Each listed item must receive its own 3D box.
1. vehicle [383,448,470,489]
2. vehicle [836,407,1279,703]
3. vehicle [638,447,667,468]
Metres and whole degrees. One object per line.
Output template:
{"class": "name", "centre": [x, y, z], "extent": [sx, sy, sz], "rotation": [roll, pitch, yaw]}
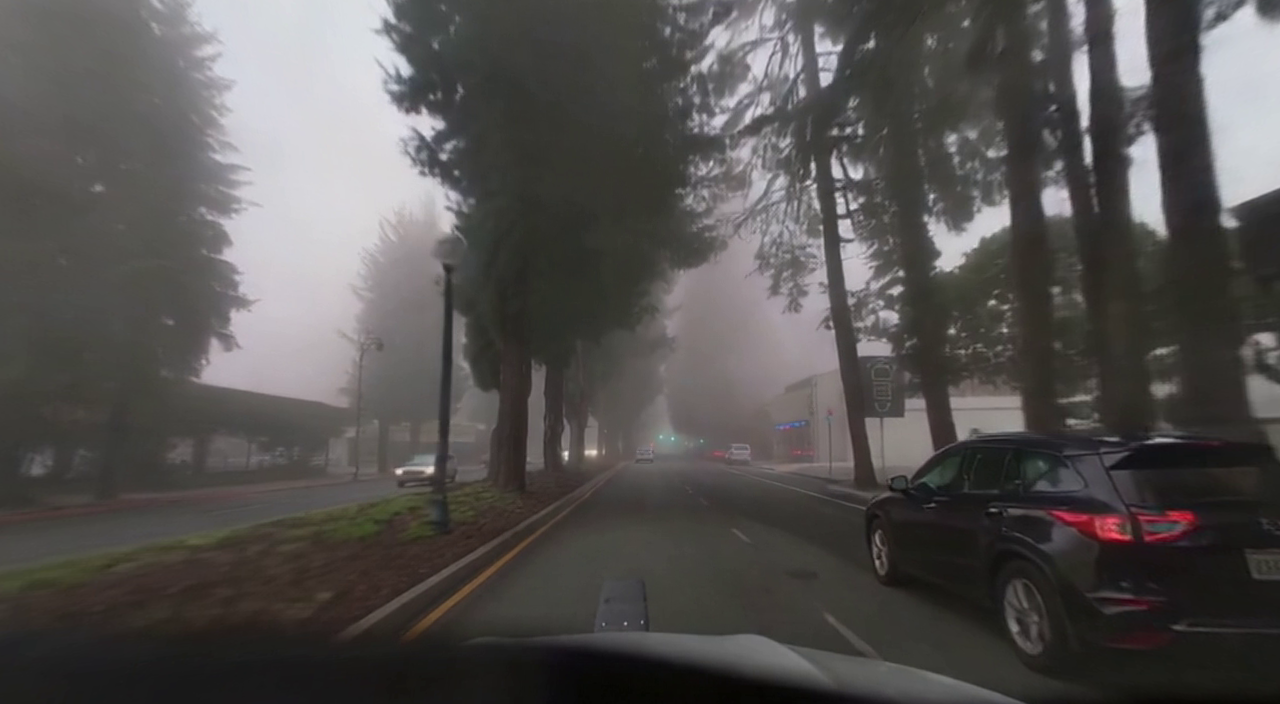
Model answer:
{"class": "vehicle", "centre": [-8.383, 4.578, 25.182], "extent": [1.922, 1.464, 4.201], "rotation": [0, -9, 1]}
{"class": "vehicle", "centre": [3.124, 1.286, 4.703], "extent": [1.989, 1.498, 4.050], "rotation": [0, -8, 0]}
{"class": "vehicle", "centre": [0.830, 7.395, 44.258], "extent": [1.945, 1.343, 3.827], "rotation": [0, -8, 0]}
